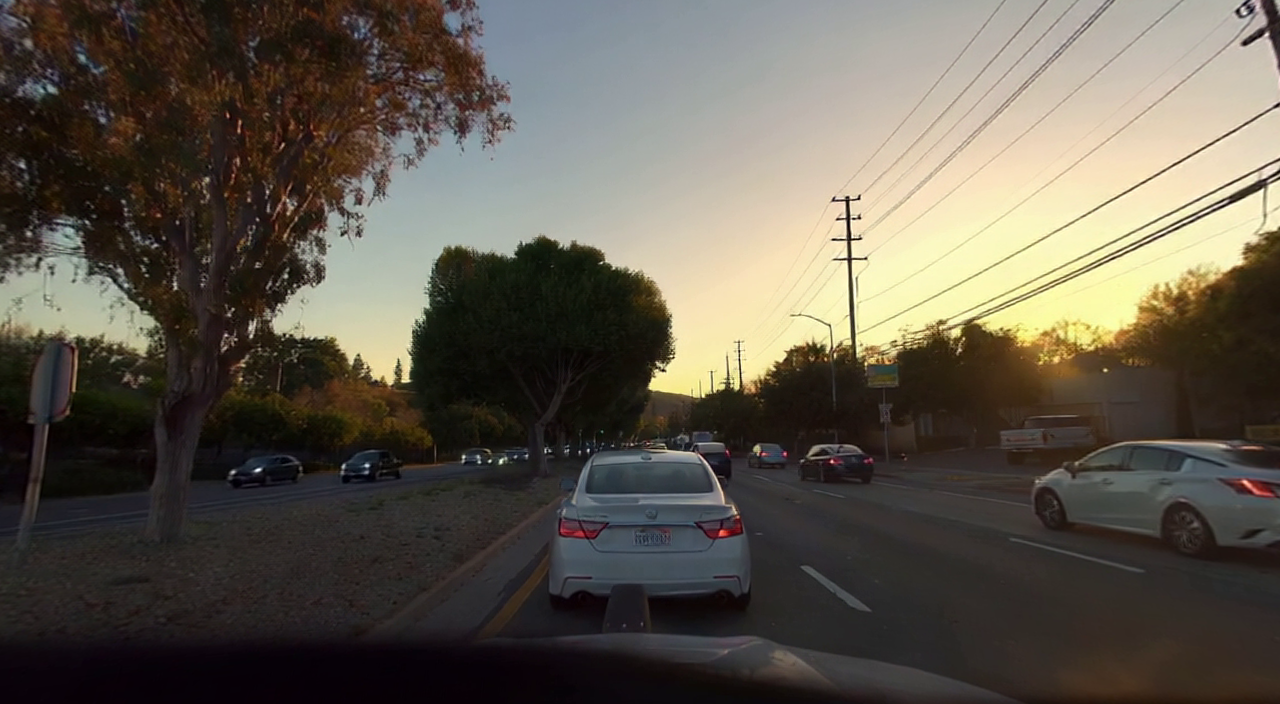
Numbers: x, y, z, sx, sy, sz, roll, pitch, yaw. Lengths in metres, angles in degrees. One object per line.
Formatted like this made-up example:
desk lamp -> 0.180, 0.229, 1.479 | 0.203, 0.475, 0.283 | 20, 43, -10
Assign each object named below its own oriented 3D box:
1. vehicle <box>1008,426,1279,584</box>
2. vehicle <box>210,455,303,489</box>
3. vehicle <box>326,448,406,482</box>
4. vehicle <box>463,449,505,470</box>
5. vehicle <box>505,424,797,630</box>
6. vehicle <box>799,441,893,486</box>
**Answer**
vehicle -> 7.009, 1.757, 8.122 | 1.850, 1.480, 4.474 | 0, -8, 1
vehicle -> -19.204, 6.013, 31.848 | 1.853, 1.489, 4.449 | 0, -8, 0
vehicle -> -14.992, 6.176, 34.863 | 2.291, 1.682, 4.835 | 0, -8, 0
vehicle -> -11.843, 8.141, 48.111 | 1.988, 1.486, 4.586 | 0, -8, 1
vehicle -> 0.071, 1.563, 6.613 | 2.108, 1.479, 3.935 | 0, -8, 0
vehicle -> 7.416, 4.031, 23.189 | 1.899, 1.458, 4.499 | 0, -8, 0
